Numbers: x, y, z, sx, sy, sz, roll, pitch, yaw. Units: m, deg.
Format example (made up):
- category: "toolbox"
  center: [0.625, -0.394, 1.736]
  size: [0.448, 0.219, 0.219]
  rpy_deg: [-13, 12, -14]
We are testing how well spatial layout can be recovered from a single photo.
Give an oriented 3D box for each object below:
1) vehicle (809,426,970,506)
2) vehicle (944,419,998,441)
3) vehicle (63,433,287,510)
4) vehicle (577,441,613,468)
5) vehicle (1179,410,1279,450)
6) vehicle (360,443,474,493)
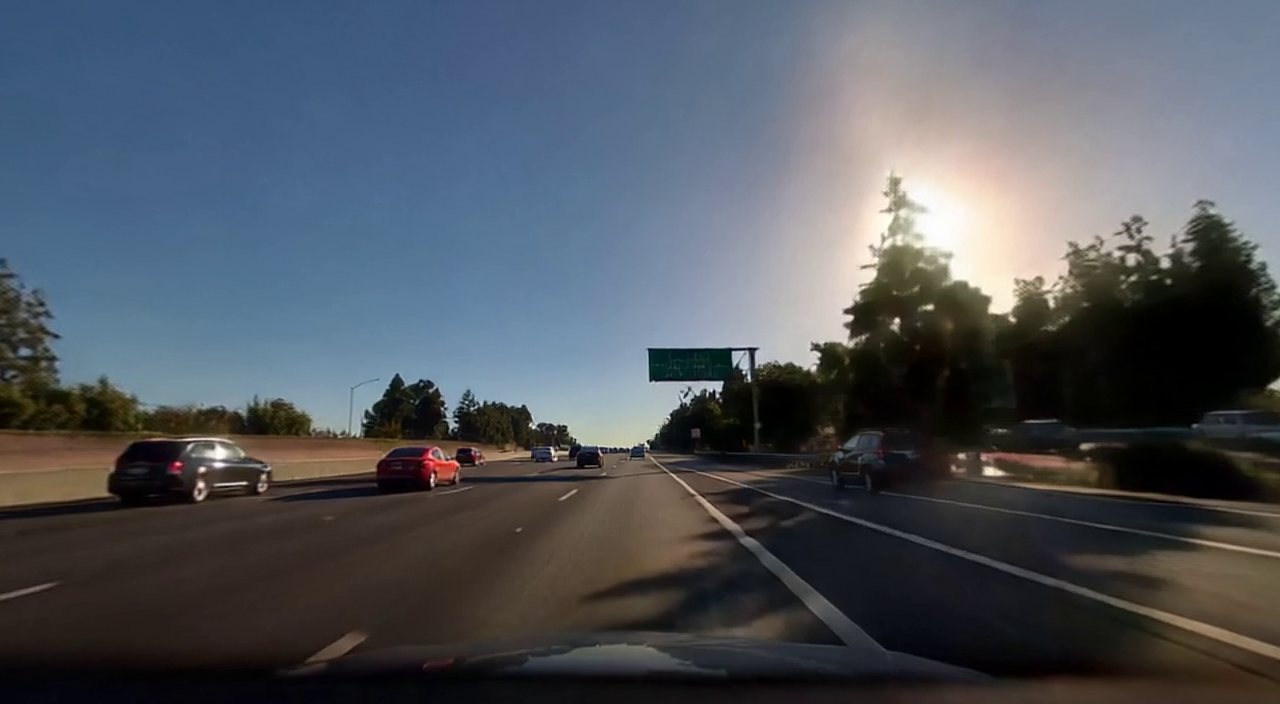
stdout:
- category: "vehicle"
  center: [6.387, 3.004, 16.940]
  size: [2.259, 1.816, 4.862]
  rpy_deg: [0, -9, -1]
- category: "vehicle"
  center: [25.810, 6.118, 49.260]
  size: [1.878, 1.569, 4.144]
  rpy_deg: [0, -9, -1]
- category: "vehicle"
  center: [-11.141, 2.883, 15.647]
  size: [2.107, 1.628, 4.446]
  rpy_deg: [0, -9, 1]
- category: "vehicle"
  center: [-3.422, 7.888, 48.676]
  size: [2.288, 1.962, 5.119]
  rpy_deg: [0, -9, 1]
- category: "vehicle"
  center: [25.980, 3.393, 26.943]
  size: [1.884, 1.571, 4.352]
  rpy_deg: [0, -9, -1]
- category: "vehicle"
  center: [-7.362, 3.867, 21.385]
  size: [2.071, 1.486, 4.703]
  rpy_deg: [0, -9, 1]
